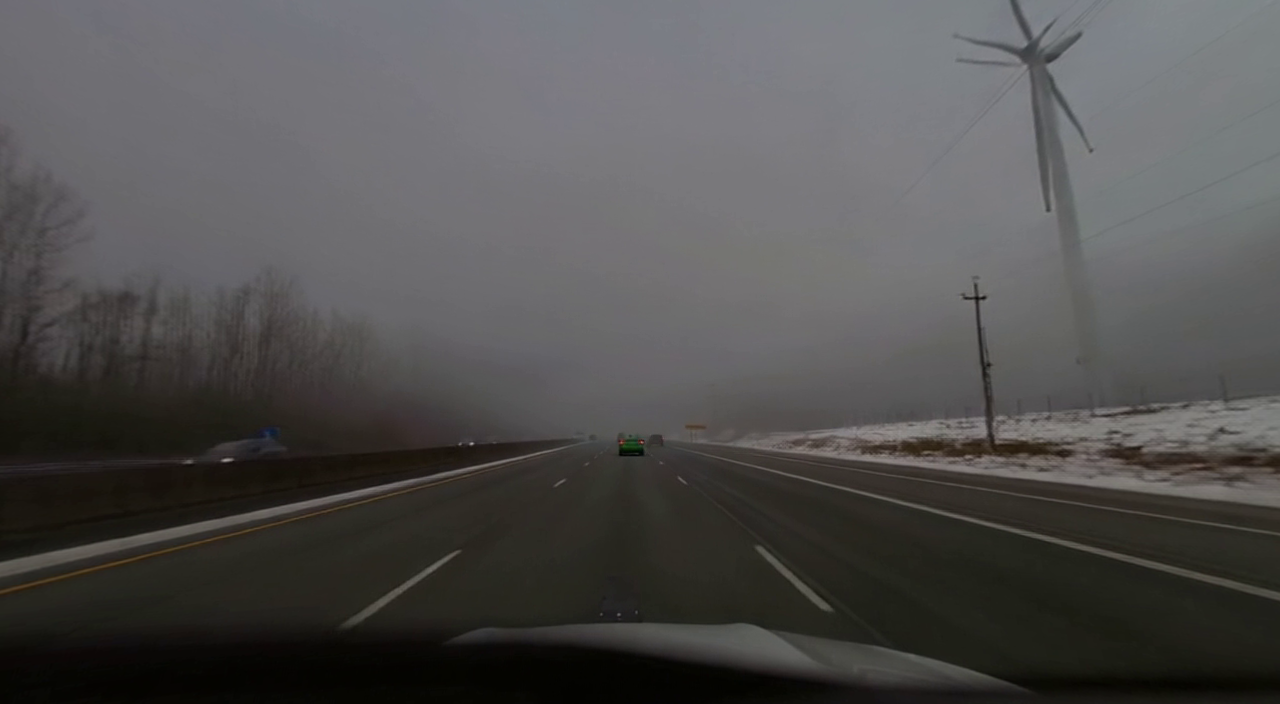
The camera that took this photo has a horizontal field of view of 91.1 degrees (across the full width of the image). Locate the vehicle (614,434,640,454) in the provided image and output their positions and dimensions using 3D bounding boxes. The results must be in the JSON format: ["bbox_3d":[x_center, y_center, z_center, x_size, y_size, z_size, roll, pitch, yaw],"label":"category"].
[{"bbox_3d":[-1.010,7.042,48.209,1.892,1.496,3.575,0,-8,-2],"label":"vehicle"}]

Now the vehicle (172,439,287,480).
[{"bbox_3d":[-16.897,4.394,26.191,1.889,1.538,4.327,0,-8,-1],"label":"vehicle"}]
